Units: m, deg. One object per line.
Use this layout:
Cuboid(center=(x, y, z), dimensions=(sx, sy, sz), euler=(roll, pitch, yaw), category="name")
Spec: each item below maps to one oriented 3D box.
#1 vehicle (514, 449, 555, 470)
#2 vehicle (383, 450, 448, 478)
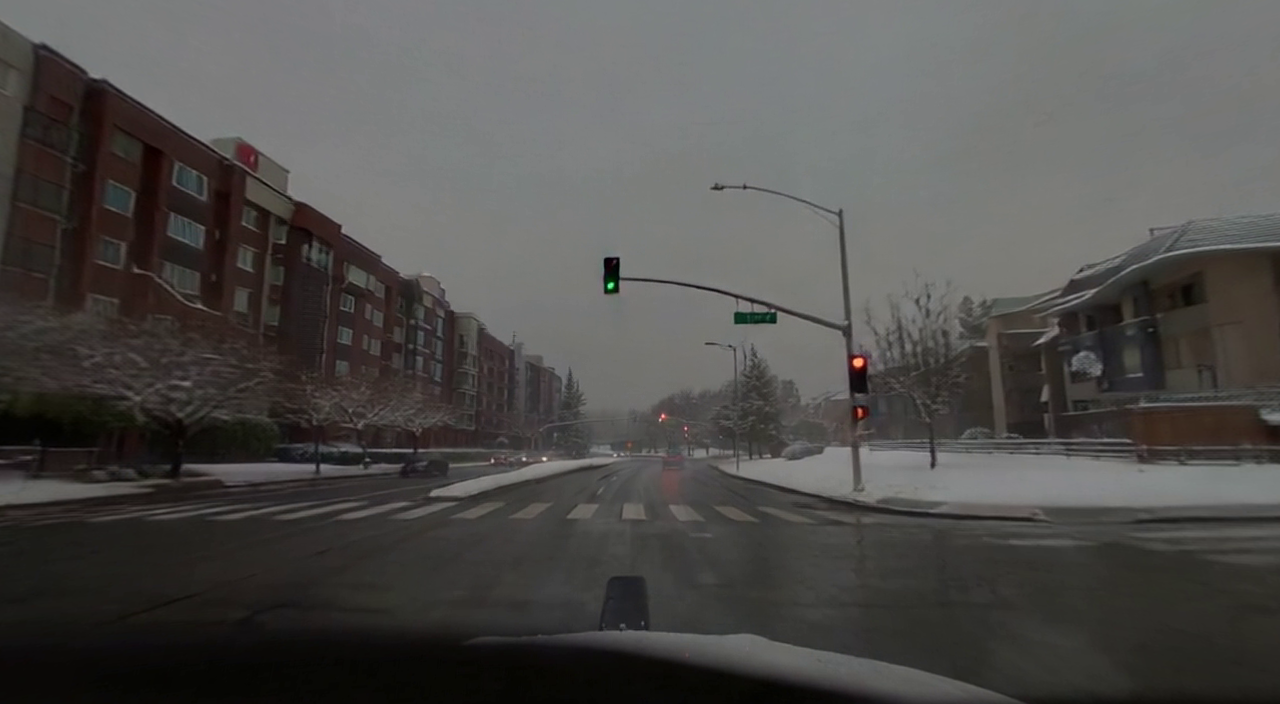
Cuboid(center=(-7.926, 8.107, 47.758), dimensions=(1.939, 1.482, 4.673), euler=(-1, -9, 5), category="vehicle")
Cuboid(center=(-12.900, 6.449, 36.531), dimensions=(1.965, 1.474, 4.376), euler=(-1, -9, 4), category="vehicle")
